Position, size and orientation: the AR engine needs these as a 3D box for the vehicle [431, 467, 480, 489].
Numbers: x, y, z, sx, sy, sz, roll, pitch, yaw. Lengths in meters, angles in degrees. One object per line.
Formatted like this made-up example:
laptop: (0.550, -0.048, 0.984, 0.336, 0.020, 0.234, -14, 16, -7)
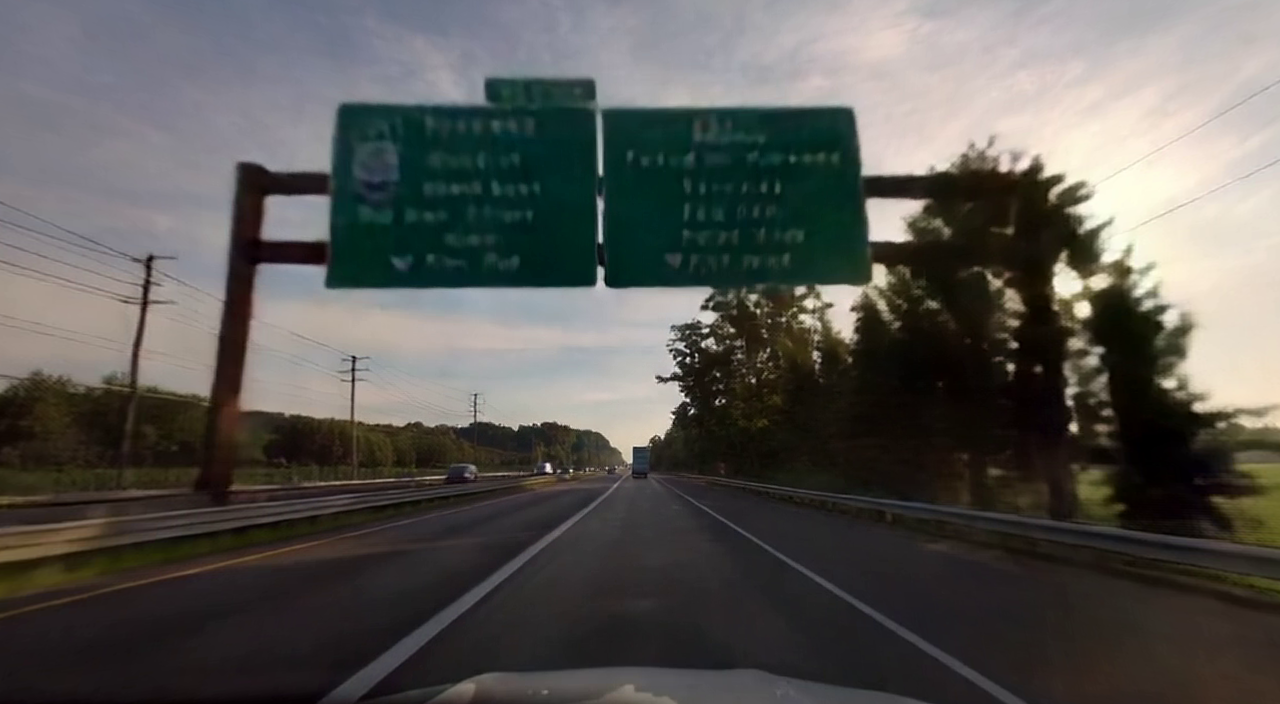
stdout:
vehicle: (-12.569, 8.601, 43.149, 1.945, 1.434, 4.412, 1, -10, 0)
